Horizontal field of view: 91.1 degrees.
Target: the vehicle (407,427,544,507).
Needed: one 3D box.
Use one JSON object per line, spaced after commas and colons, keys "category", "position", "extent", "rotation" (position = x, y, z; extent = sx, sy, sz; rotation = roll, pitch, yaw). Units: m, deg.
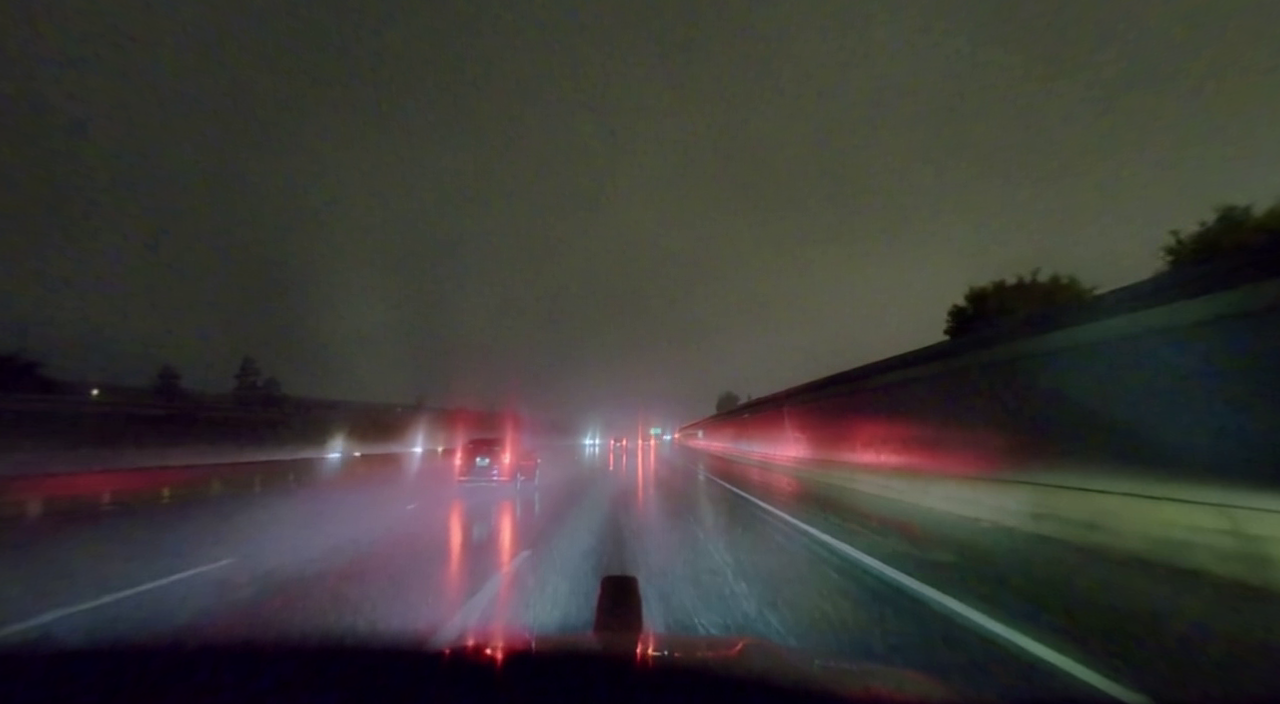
{"category": "vehicle", "position": [-3.634, 2.597, 14.800], "extent": [2.039, 1.589, 4.324], "rotation": [0, -8, 0]}
